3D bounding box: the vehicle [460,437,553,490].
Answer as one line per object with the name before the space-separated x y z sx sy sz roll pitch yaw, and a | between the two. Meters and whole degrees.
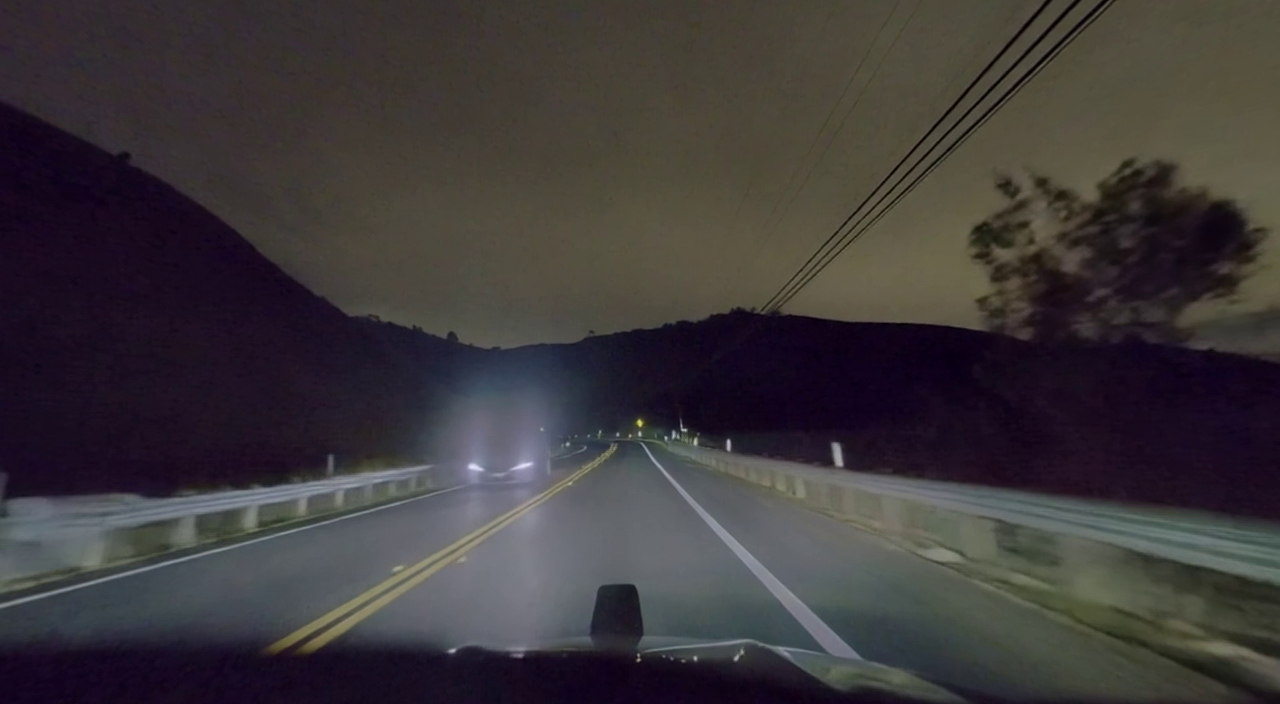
vehicle | -4.173 3.561 20.498 2.047 1.486 4.405 0 -9 0
